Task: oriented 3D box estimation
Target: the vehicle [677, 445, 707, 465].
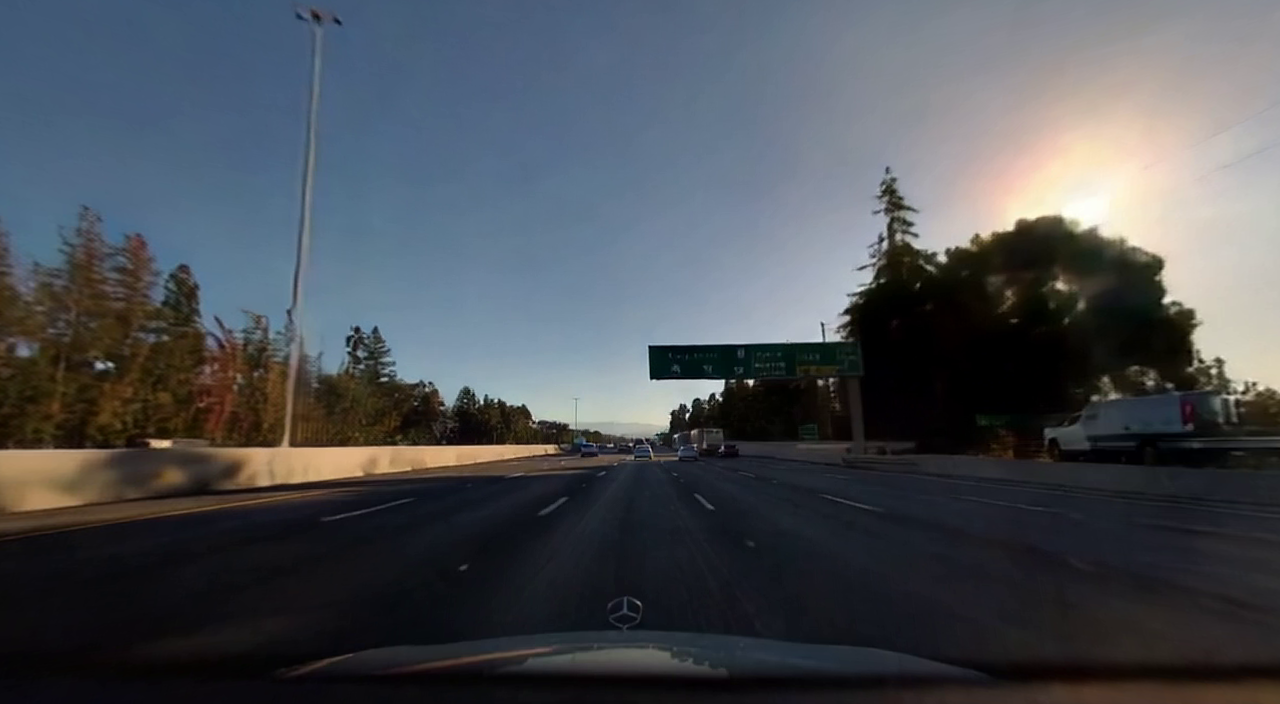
[{"bbox_3d":[3.989,8.011,49.077,2.076,1.506,4.050,0,-9,1],"label":"vehicle"}]
